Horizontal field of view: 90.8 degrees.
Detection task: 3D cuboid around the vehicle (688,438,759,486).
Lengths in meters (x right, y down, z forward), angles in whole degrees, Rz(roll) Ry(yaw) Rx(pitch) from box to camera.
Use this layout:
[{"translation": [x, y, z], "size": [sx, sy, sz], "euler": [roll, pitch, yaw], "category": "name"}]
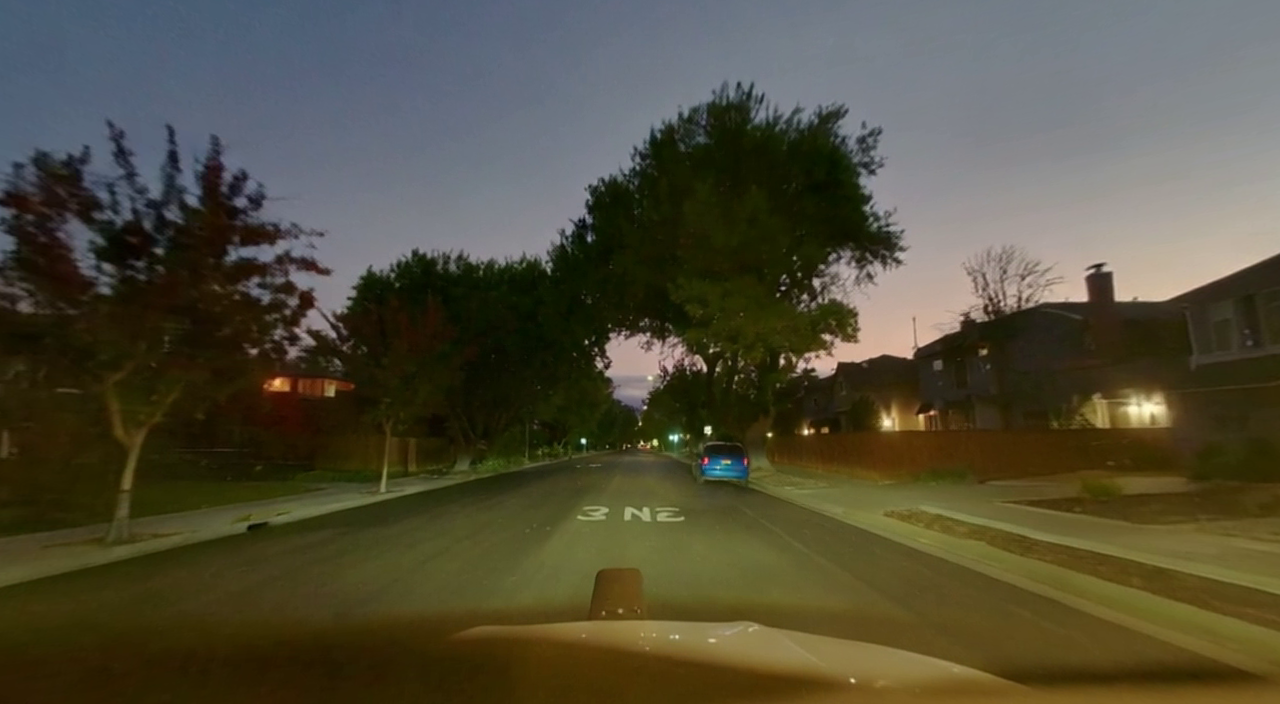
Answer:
[{"translation": [3.049, 4.117, 24.019], "size": [2.114, 1.633, 4.042], "euler": [0, -8, -1], "category": "vehicle"}]
